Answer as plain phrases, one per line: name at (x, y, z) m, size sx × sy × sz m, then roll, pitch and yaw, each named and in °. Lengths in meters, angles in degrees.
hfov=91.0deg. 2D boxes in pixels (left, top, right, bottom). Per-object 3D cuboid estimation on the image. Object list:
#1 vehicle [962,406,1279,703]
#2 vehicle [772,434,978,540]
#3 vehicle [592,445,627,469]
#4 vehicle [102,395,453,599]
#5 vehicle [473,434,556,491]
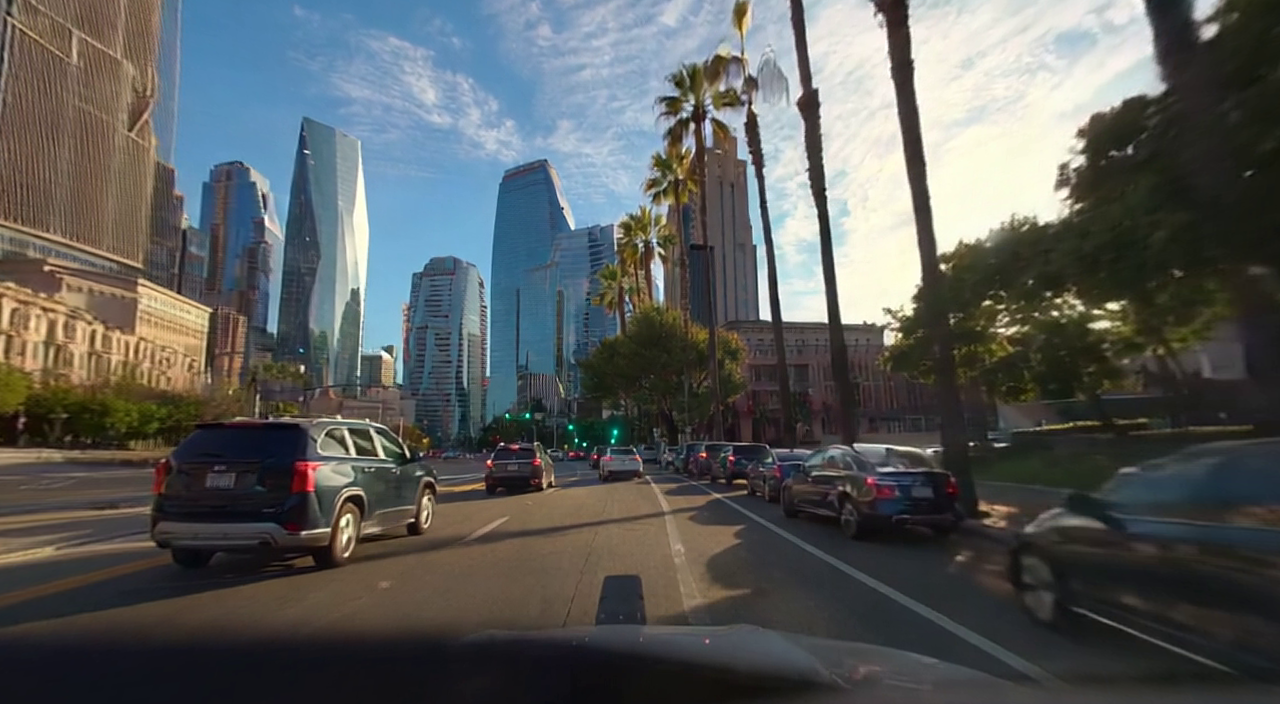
vehicle at (3.879, 1.047, 3.176) m, size 1.925 × 1.486 × 4.744 m, roll 0°, pitch -8°, yaw -1°
vehicle at (3.891, 2.304, 11.436) m, size 1.873 × 1.511 × 4.523 m, roll 0°, pitch -8°, yaw -2°
vehicle at (-1.990, 6.726, 40.405) m, size 2.036 × 1.461 × 3.890 m, roll 1°, pitch -9°, yaw -6°
vehicle at (-3.859, 1.605, 7.775) m, size 1.800 × 1.797 × 4.224 m, roll 0°, pitch -9°, yaw -1°
vehicle at (-4.150, 3.750, 21.637) m, size 2.014 × 1.740 × 4.392 m, roll 0°, pitch -9°, yaw -1°
